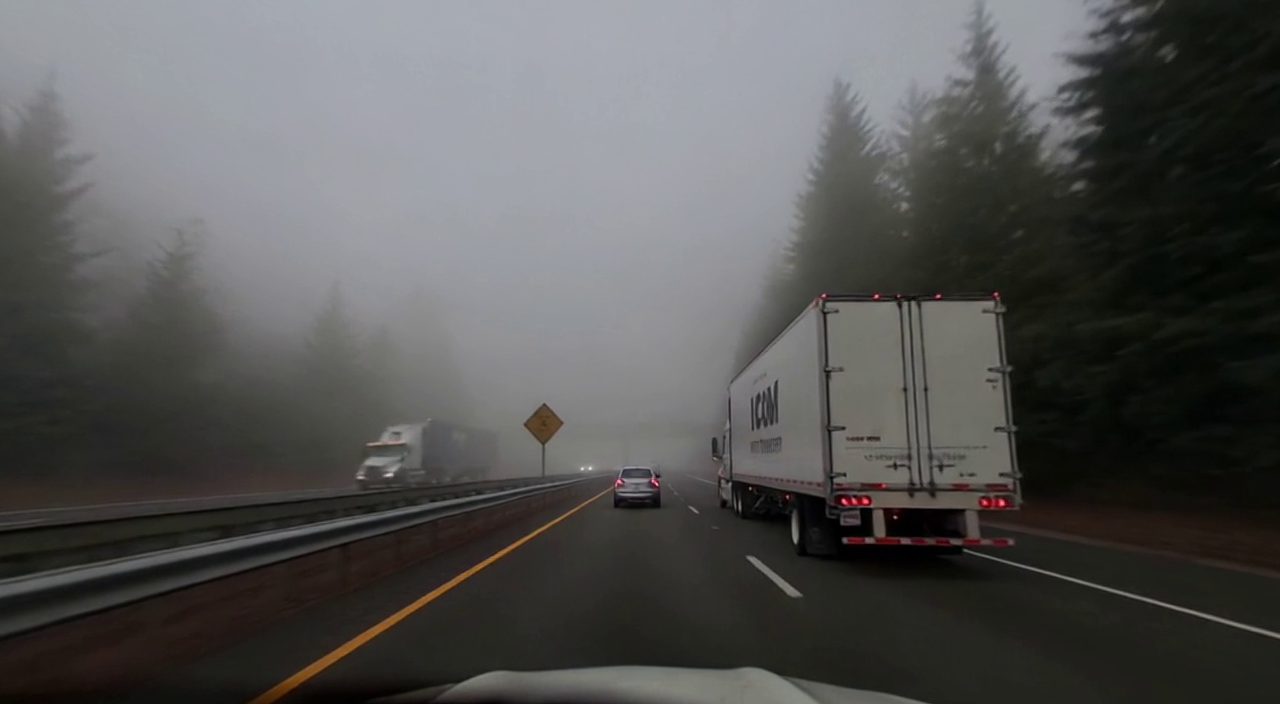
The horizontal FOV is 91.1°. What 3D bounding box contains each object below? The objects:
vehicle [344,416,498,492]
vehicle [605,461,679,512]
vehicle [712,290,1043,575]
[{"bbox_3d":[-12.690,6.576,39.431,2.871,3.707,16.908,0,-11,3],"label":"vehicle"},{"bbox_3d":[0.067,4.249,20.117,2.156,1.444,3.762,1,-10,0],"label":"vehicle"},{"bbox_3d":[4.364,2.612,17.484,2.964,4.188,16.587,0,-10,1],"label":"vehicle"}]
